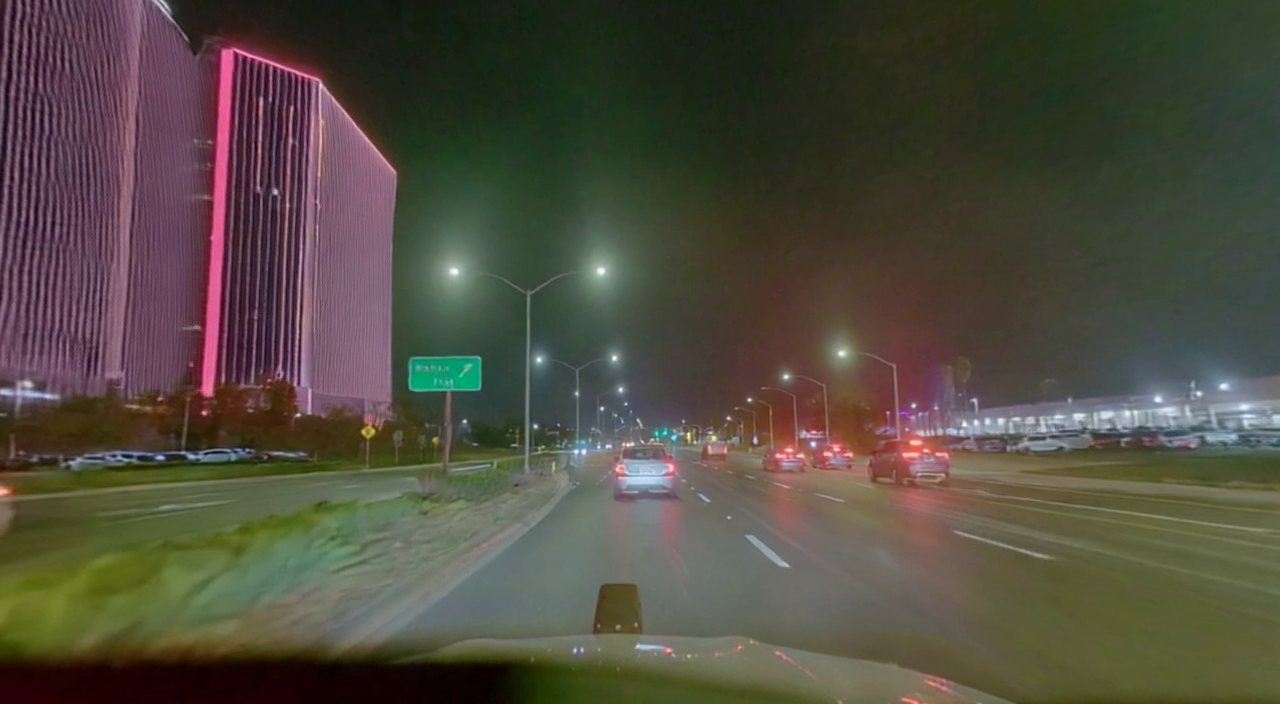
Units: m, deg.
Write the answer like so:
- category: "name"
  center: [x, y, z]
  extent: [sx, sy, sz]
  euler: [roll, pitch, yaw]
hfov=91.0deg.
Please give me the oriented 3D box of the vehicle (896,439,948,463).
- category: "vehicle"
  center: [22.311, 7.836, 49.952]
  extent: [2.038, 1.673, 4.389]
  euler: [-2, -8, 0]

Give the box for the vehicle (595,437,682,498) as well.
- category: "vehicle"
  center: [-0.073, 3.141, 17.535]
  extent: [2.126, 1.475, 3.967]
  euler: [0, -8, -1]

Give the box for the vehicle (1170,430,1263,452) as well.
- category: "vehicle"
  center: [39.259, 6.075, 42.957]
  extent: [4.345, 1.463, 1.933]
  euler: [0, -8, 2]

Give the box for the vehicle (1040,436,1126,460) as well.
- category: "vehicle"
  center: [32.199, 6.946, 45.816]
  extent: [4.711, 1.670, 1.950]
  euler: [0, -8, 1]
